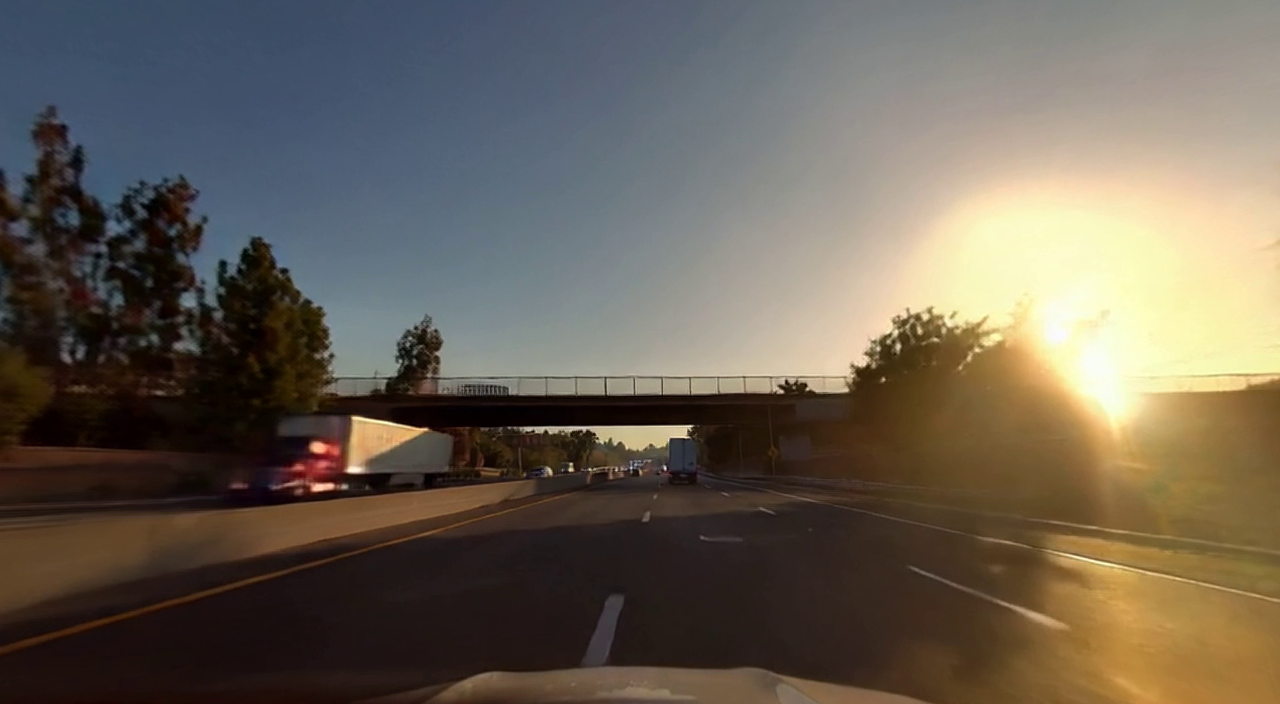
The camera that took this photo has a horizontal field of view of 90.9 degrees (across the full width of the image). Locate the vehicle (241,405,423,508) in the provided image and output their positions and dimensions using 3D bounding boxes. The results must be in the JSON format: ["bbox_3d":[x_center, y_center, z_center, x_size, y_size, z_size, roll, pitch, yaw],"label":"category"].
[{"bbox_3d":[-13.776,5.008,29.719,2.906,3.916,10.242,0,-11,2],"label":"vehicle"}]
